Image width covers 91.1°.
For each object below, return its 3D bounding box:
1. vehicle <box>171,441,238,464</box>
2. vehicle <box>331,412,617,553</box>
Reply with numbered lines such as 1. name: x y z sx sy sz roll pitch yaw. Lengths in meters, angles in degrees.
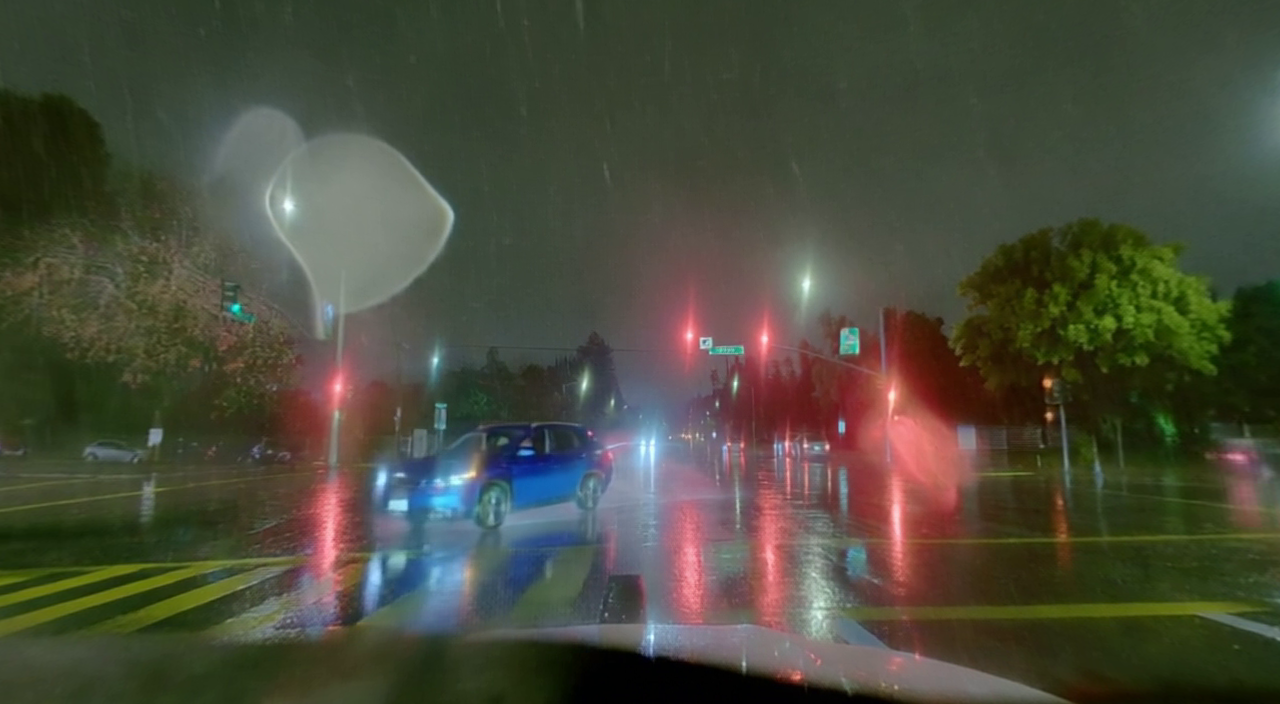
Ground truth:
1. vehicle: -29.091 6.706 42.068 1.696 1.431 3.686 -1 -8 3
2. vehicle: -2.399 2.028 10.531 2.134 1.768 4.580 -4 -9 25
